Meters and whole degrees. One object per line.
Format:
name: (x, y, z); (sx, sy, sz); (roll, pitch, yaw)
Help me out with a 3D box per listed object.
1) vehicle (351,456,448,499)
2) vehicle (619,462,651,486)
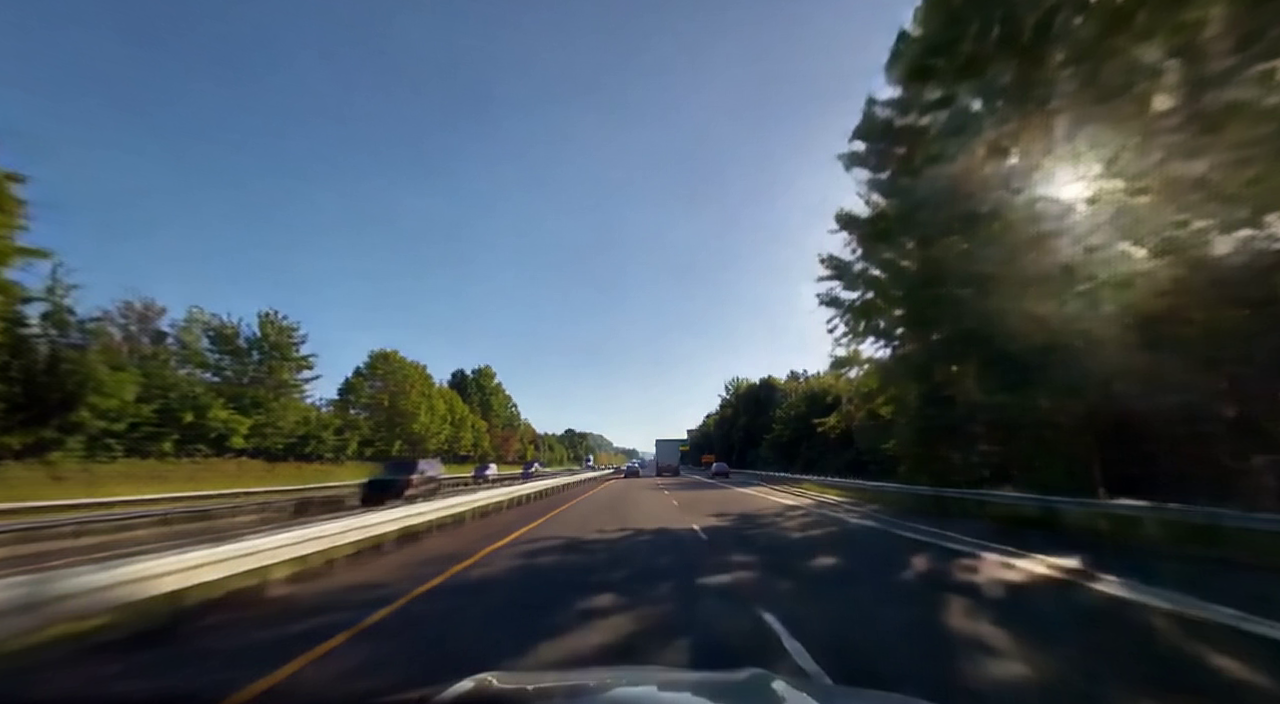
vehicle: (-9.416, 4.970, 25.121); (2.167, 1.531, 4.179); (1, -10, 0)
vehicle: (-0.342, 8.073, 41.837); (2.025, 1.452, 3.927); (1, -10, -1)
